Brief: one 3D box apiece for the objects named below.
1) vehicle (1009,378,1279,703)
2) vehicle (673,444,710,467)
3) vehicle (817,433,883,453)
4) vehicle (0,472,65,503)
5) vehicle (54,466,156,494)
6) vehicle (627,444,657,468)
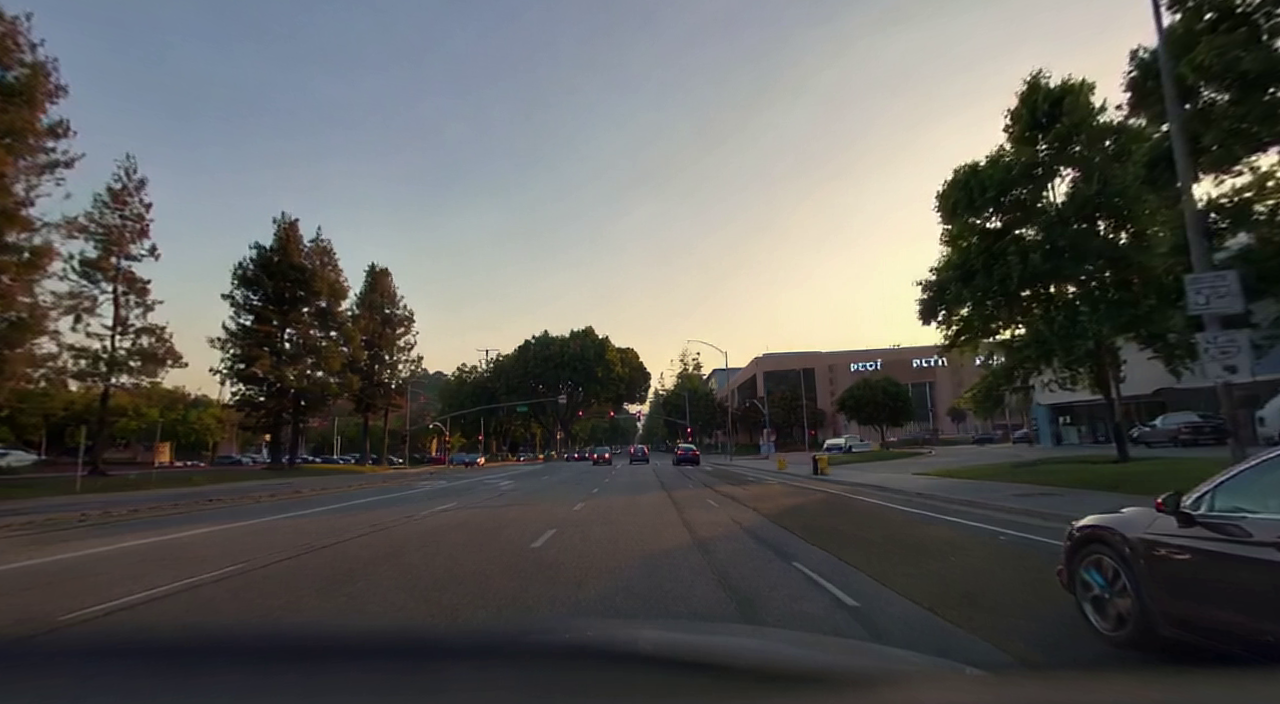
[{"bbox_3d":[3.794,0.857,2.472,1.889,1.572,4.605,0,-9,0],"label":"vehicle"},{"bbox_3d":[3.808,7.691,47.122,2.198,1.660,4.512,0,-9,-2],"label":"vehicle"},{"bbox_3d":[15.924,6.938,48.123,4.344,1.512,1.936,-1,-9,4],"label":"vehicle"},{"bbox_3d":[-33.743,7.224,33.666,4.234,1.462,1.921,5,-10,-34],"label":"vehicle"},{"bbox_3d":[-33.826,8.109,40.138,4.560,1.530,1.950,5,-10,-31],"label":"vehicle"},{"bbox_3d":[0.134,7.778,47.597,2.146,1.685,4.003,0,-9,-1],"label":"vehicle"}]
